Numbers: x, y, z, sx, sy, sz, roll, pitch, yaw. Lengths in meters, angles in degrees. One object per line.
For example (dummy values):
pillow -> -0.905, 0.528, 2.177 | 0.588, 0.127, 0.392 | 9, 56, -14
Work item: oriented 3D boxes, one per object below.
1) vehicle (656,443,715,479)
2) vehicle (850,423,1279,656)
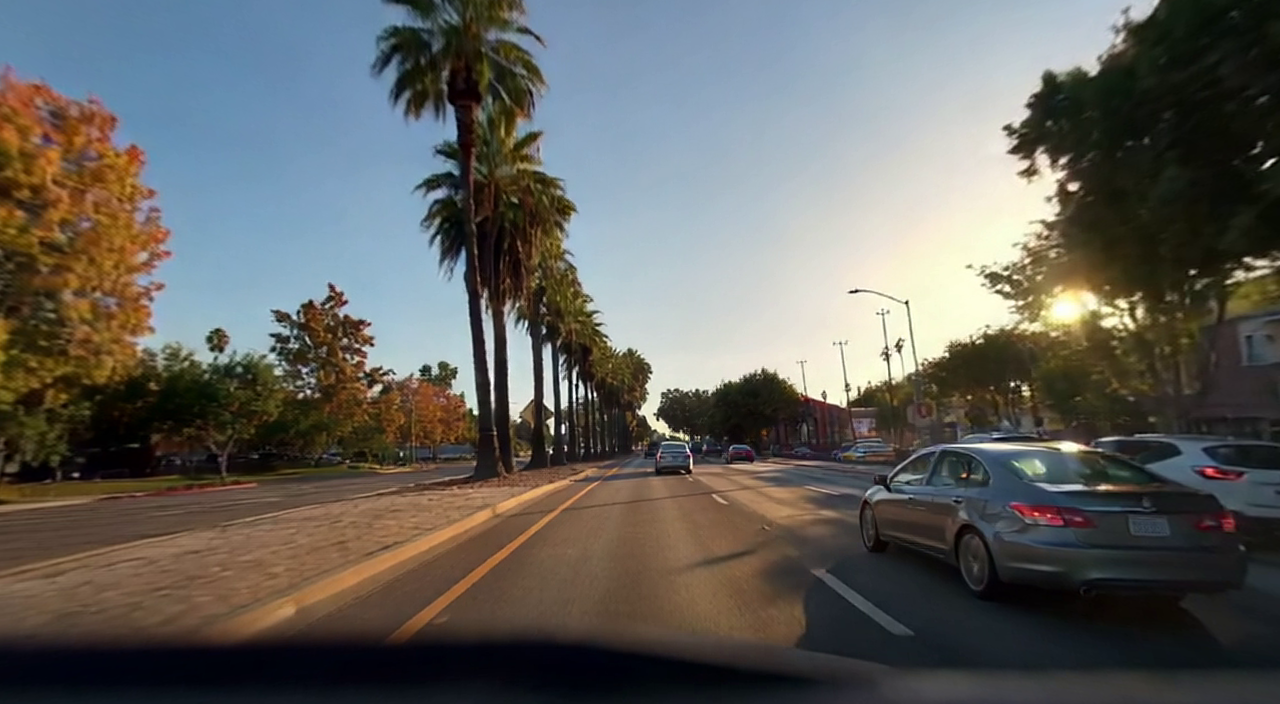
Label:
vehicle -> 1.916, 4.745, 27.942 | 2.031, 1.444, 4.361 | 1, -8, -3
vehicle -> 3.811, 1.513, 6.279 | 1.875, 1.452, 4.453 | 0, -8, -1
